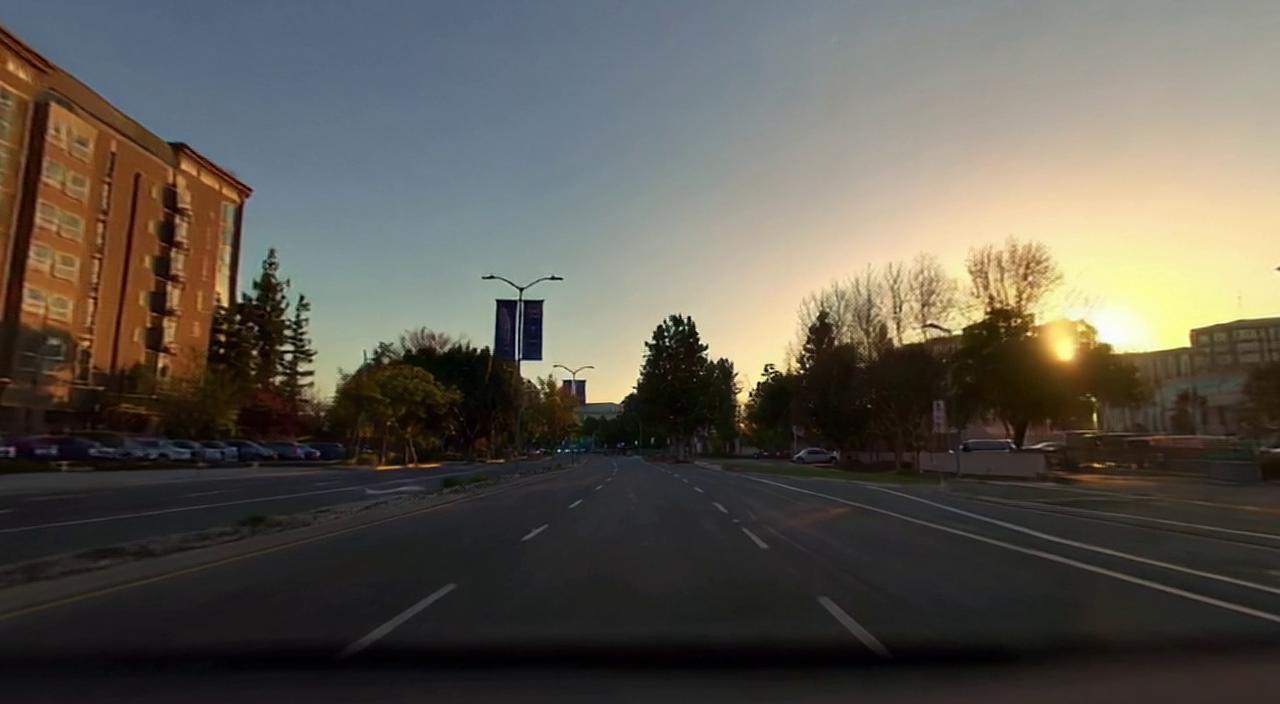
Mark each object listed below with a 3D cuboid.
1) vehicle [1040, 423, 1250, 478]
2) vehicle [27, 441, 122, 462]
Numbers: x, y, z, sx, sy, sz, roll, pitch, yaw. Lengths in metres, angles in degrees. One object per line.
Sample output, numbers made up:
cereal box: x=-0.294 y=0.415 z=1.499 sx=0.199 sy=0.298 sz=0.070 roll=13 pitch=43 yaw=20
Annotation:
vehicle: x=38.110 y=7.578 z=48.711 sx=3.455 sy=3.683 sz=12.209 roll=5 pitch=-10 yaw=-24
vehicle: x=-42.457 y=7.444 z=47.553 sx=4.891 sy=1.468 sz=1.952 roll=4 pitch=-10 yaw=-28
